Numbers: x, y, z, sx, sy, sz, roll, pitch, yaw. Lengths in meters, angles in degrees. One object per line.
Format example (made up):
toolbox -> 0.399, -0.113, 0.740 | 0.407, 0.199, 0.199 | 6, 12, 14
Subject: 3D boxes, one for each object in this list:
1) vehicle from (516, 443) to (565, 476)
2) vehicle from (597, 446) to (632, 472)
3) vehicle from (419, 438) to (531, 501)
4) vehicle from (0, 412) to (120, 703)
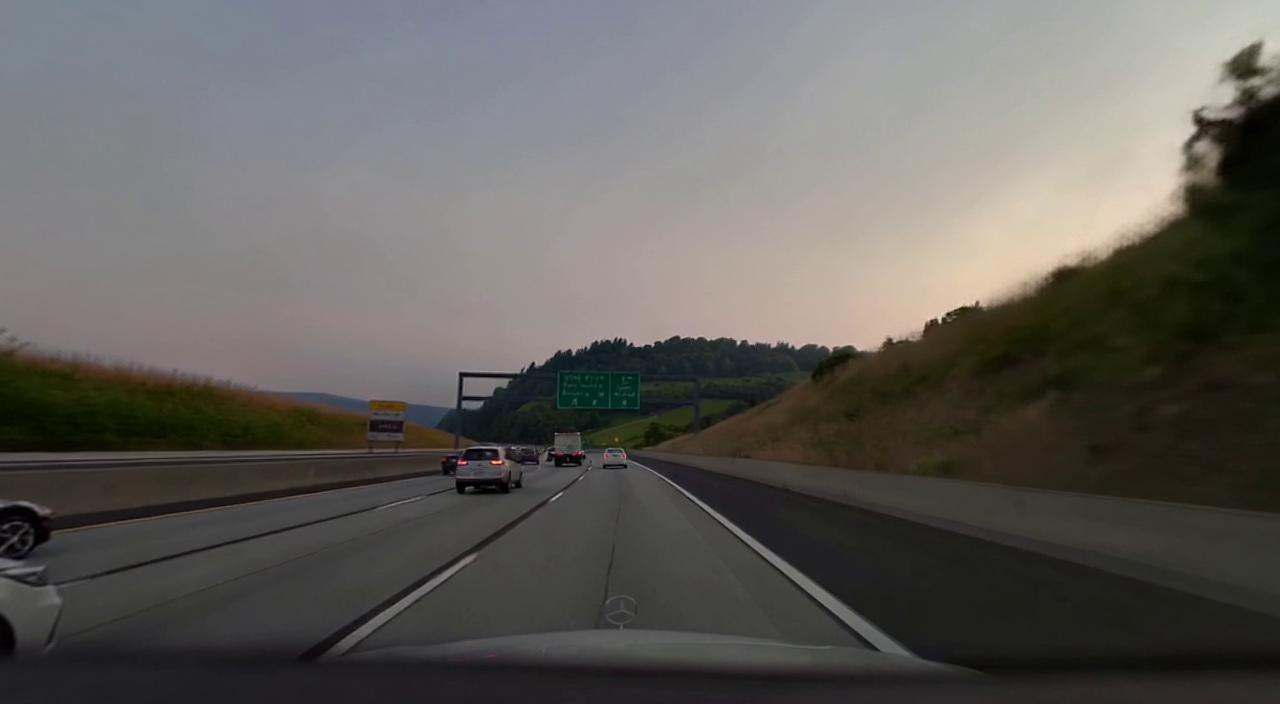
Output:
vehicle -> -5.293, 5.750, 34.022 | 2.118, 1.624, 4.032 | 0, -9, -2
vehicle -> -1.621, 6.468, 38.267 | 1.988, 1.440, 4.201 | 0, -9, -4
vehicle -> -4.698, 3.411, 18.713 | 2.208, 1.619, 4.162 | 0, -9, 0
vehicle -> -3.726, 0.804, 1.335 | 1.892, 1.492, 3.940 | 0, -9, -1
